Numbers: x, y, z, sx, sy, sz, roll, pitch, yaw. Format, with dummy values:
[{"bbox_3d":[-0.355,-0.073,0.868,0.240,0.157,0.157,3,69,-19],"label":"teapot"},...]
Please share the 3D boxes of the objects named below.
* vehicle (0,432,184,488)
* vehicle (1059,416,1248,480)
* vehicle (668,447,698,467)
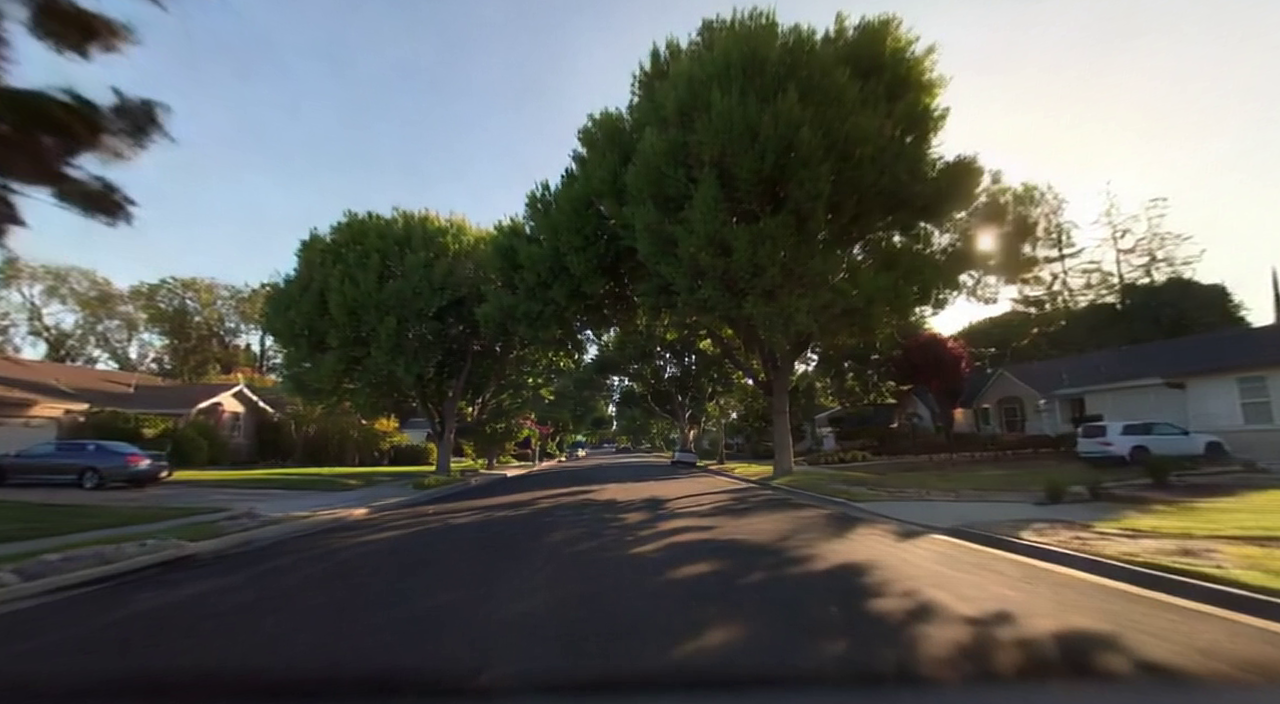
[{"bbox_3d":[-16.013,3.069,17.967,4.351,1.474,2.015,0,-9,-2],"label":"vehicle"},{"bbox_3d":[15.202,2.845,18.702,4.468,1.728,2.135,3,-9,-19],"label":"vehicle"},{"bbox_3d":[3.336,8.208,49.357,2.011,1.521,4.292,0,-9,0],"label":"vehicle"}]
